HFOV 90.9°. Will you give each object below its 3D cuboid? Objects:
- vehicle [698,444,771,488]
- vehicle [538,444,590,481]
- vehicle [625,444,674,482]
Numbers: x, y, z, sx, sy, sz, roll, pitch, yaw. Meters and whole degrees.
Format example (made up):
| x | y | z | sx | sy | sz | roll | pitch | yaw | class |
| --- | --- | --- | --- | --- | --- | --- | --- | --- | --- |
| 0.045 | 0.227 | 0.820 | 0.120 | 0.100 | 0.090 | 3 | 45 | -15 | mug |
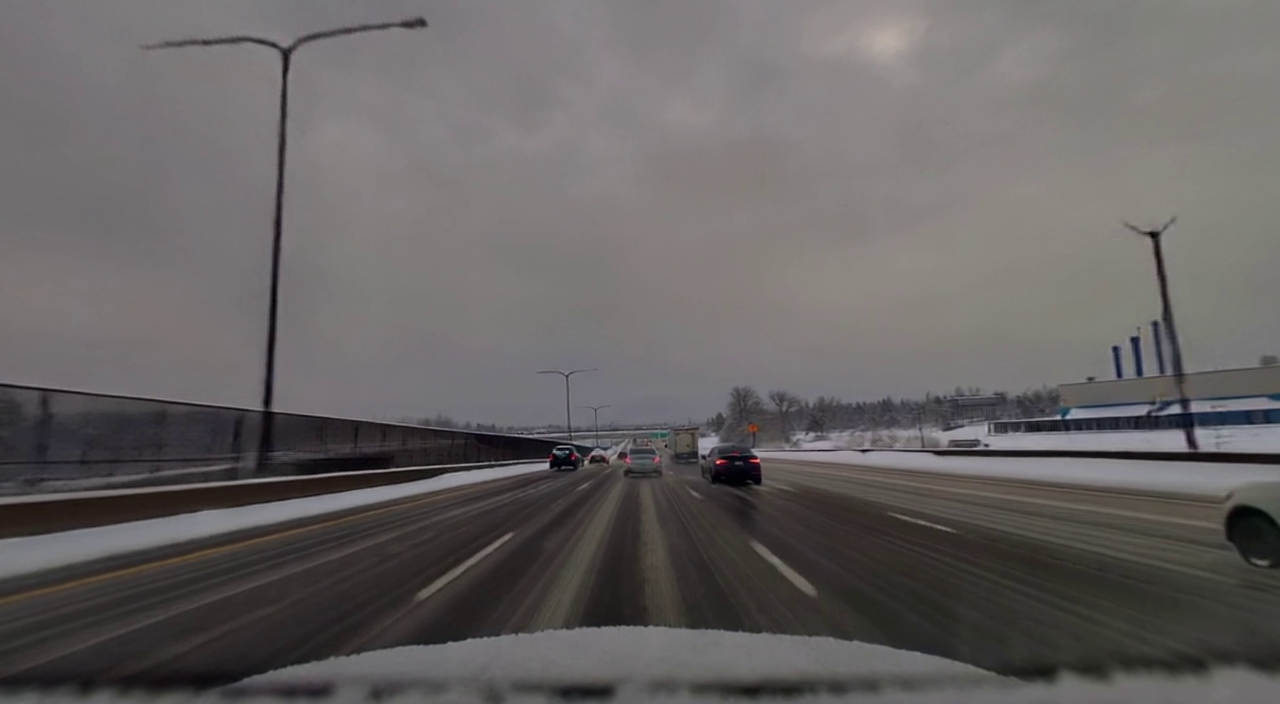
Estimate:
| x | y | z | sx | sy | sz | roll | pitch | yaw | class |
| --- | --- | --- | --- | --- | --- | --- | --- | --- | --- |
| 3.366 | 4.121 | 23.243 | 1.942 | 1.453 | 4.329 | 0 | -8 | -1 | vehicle |
| -3.699 | 5.405 | 31.272 | 2.036 | 1.669 | 4.112 | 0 | -8 | 1 | vehicle |
| 0.416 | 5.047 | 29.078 | 2.067 | 1.555 | 4.851 | 0 | -8 | 0 | vehicle |
